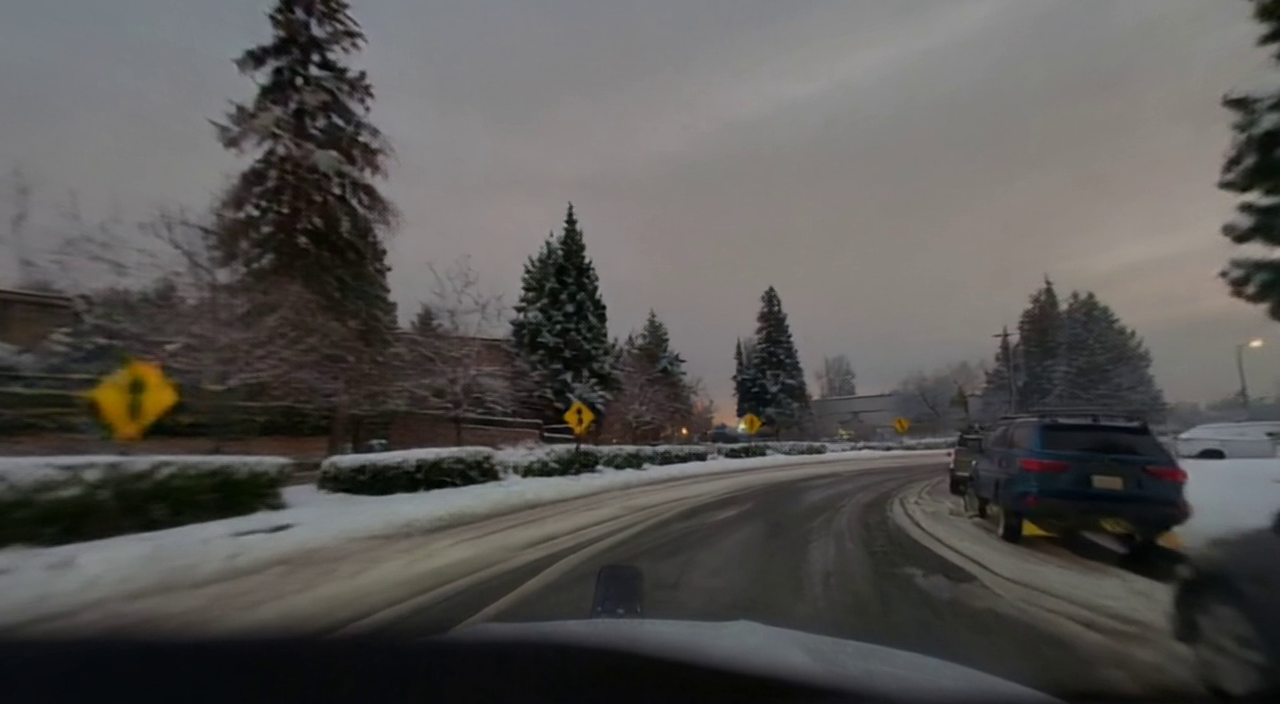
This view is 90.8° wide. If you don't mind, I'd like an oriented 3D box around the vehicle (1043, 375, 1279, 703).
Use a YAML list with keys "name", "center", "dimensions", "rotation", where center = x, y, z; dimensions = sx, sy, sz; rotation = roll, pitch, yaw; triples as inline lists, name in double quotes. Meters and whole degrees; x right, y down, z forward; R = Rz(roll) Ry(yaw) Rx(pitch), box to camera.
- name: "vehicle"
  center: [3.538, 0.783, 1.671]
  dimensions: [2.195, 1.605, 5.134]
  rotation: [-1, -8, 9]
